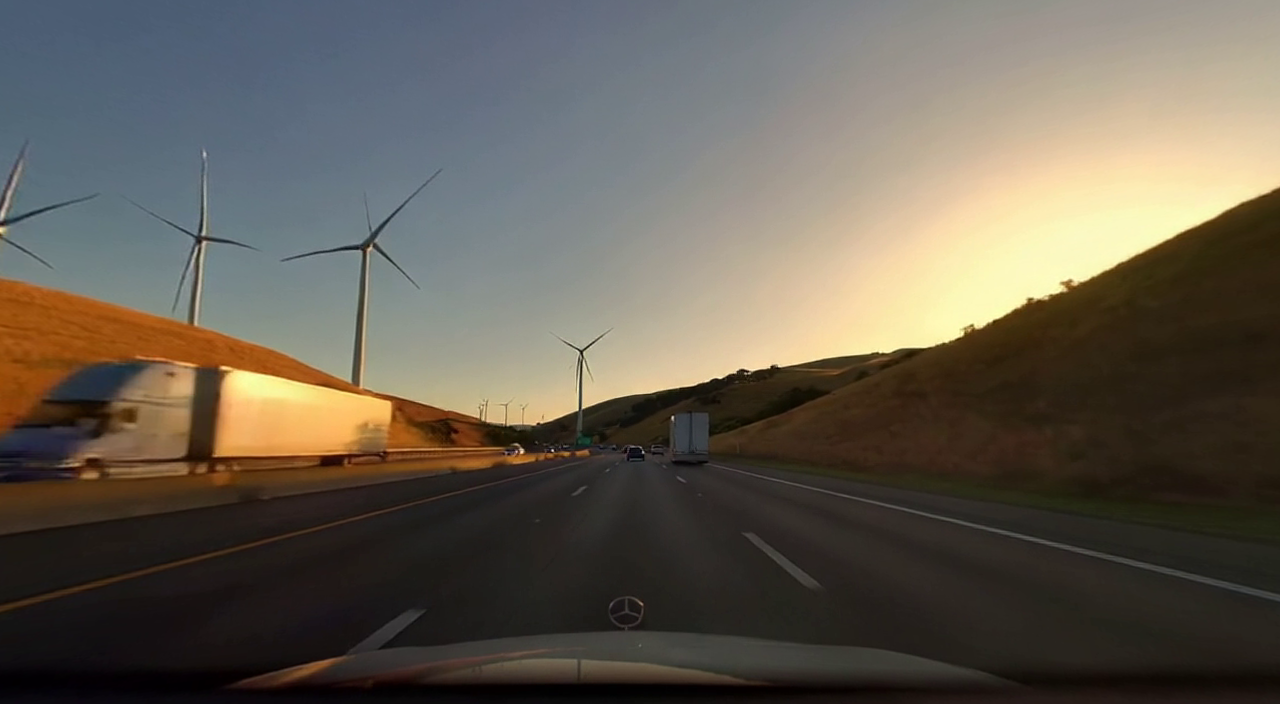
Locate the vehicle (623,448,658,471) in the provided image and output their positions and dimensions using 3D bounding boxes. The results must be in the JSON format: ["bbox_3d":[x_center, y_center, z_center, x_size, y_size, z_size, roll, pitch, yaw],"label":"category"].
[{"bbox_3d":[0.038,7.140,42.091,2.209,1.453,3.695,0,-9,0],"label":"vehicle"}]

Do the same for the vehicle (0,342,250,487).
[{"bbox_3d":[-15.787,2.081,19.799,3.185,3.867,5.948,0,-9,-2],"label":"vehicle"}]
